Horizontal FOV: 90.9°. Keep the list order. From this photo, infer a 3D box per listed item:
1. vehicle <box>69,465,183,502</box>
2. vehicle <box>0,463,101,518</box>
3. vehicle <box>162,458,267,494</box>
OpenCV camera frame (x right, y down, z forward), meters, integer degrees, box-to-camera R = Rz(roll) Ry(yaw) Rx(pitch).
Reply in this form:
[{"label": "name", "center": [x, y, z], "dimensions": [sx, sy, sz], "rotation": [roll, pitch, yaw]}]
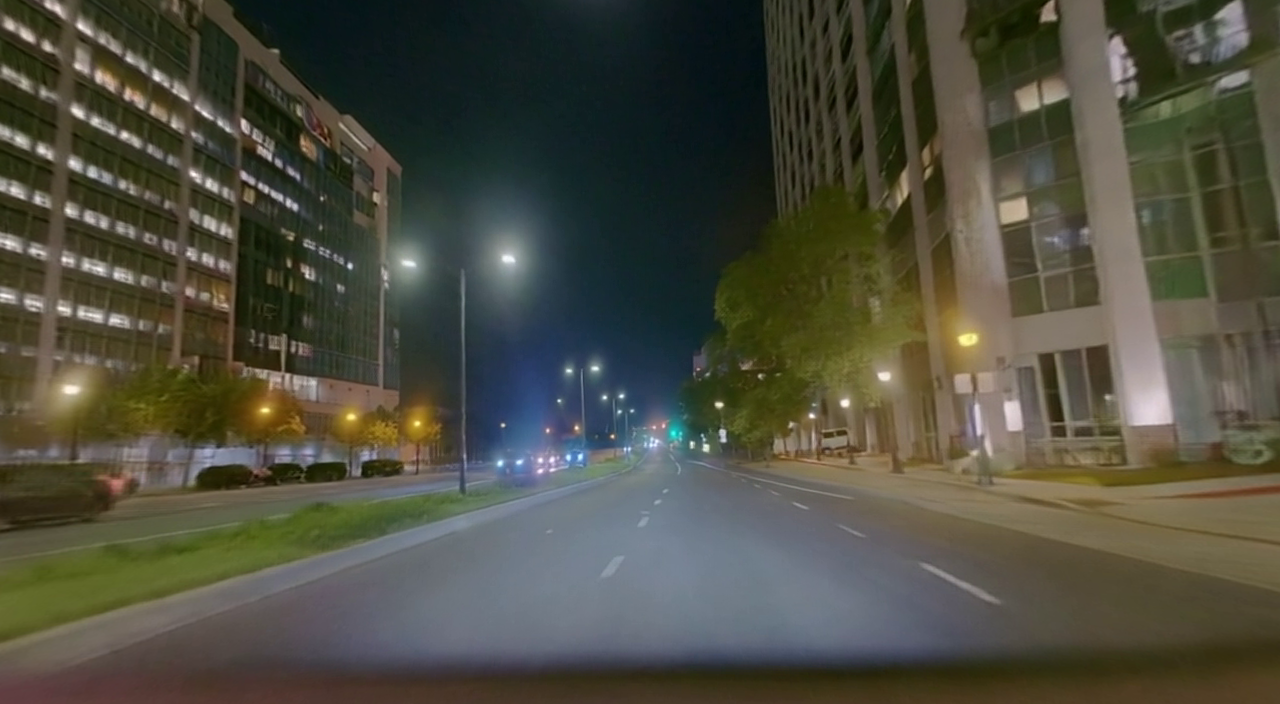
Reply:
[{"label": "vehicle", "center": [-28.781, 7.346, 35.526], "dimensions": [2.073, 1.772, 4.793], "rotation": [-1, -8, 6]}, {"label": "vehicle", "center": [-23.289, 5.085, 23.203], "dimensions": [2.065, 1.788, 5.053], "rotation": [-1, -8, 6]}, {"label": "vehicle", "center": [-28.439, 8.286, 42.488], "dimensions": [2.403, 2.020, 6.284], "rotation": [-1, -8, 3]}]
